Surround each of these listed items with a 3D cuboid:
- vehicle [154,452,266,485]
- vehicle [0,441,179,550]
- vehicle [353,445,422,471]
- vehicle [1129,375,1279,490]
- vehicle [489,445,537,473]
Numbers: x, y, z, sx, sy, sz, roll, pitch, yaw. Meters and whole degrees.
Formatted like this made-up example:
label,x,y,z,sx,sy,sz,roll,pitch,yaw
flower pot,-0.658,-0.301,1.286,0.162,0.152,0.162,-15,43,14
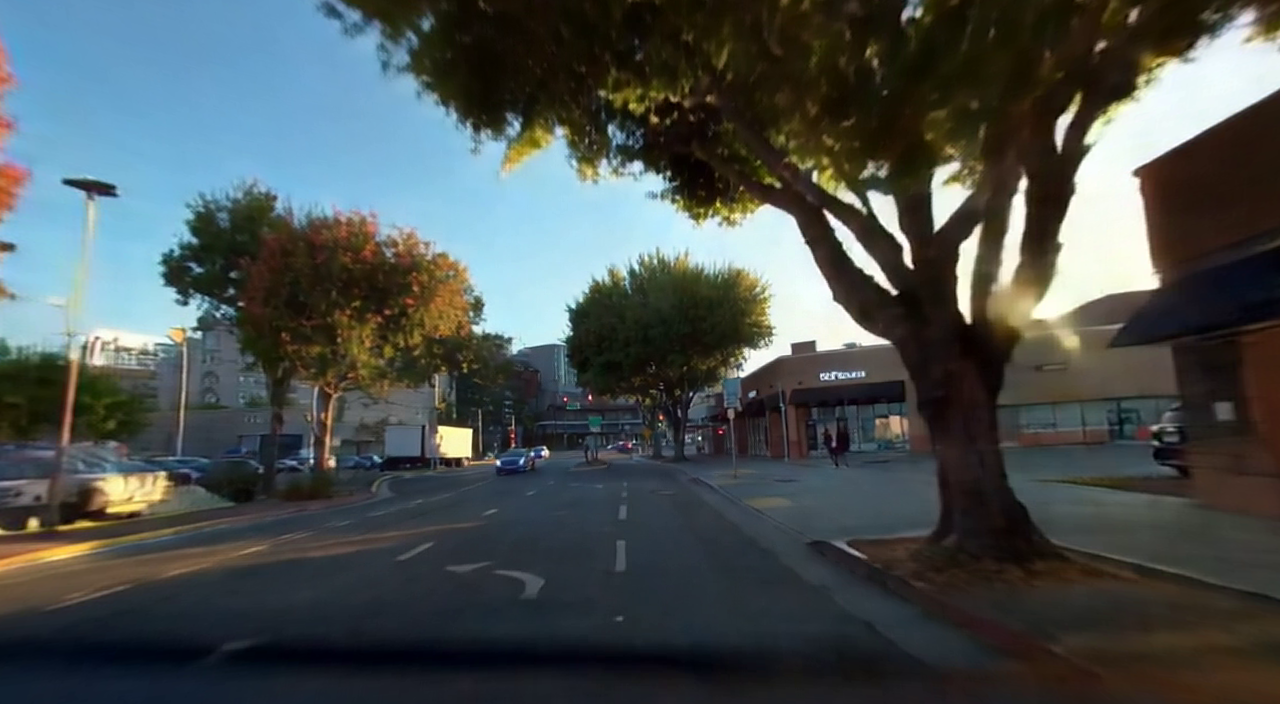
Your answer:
label,x,y,z,sx,sy,sz,roll,pitch,yaw
vehicle,-21.845,5.911,32.335,1.928,1.490,4.462,-4,-9,16
vehicle,-12.809,2.987,13.819,2.000,2.008,4.287,-1,-8,3
vehicle,-18.009,7.545,45.260,2.101,1.721,4.587,-3,-9,18
vehicle,12.620,1.636,12.683,2.112,2.050,4.327,0,-8,2
vehicle,-7.360,6.214,36.991,1.899,1.517,4.384,0,-8,-1
